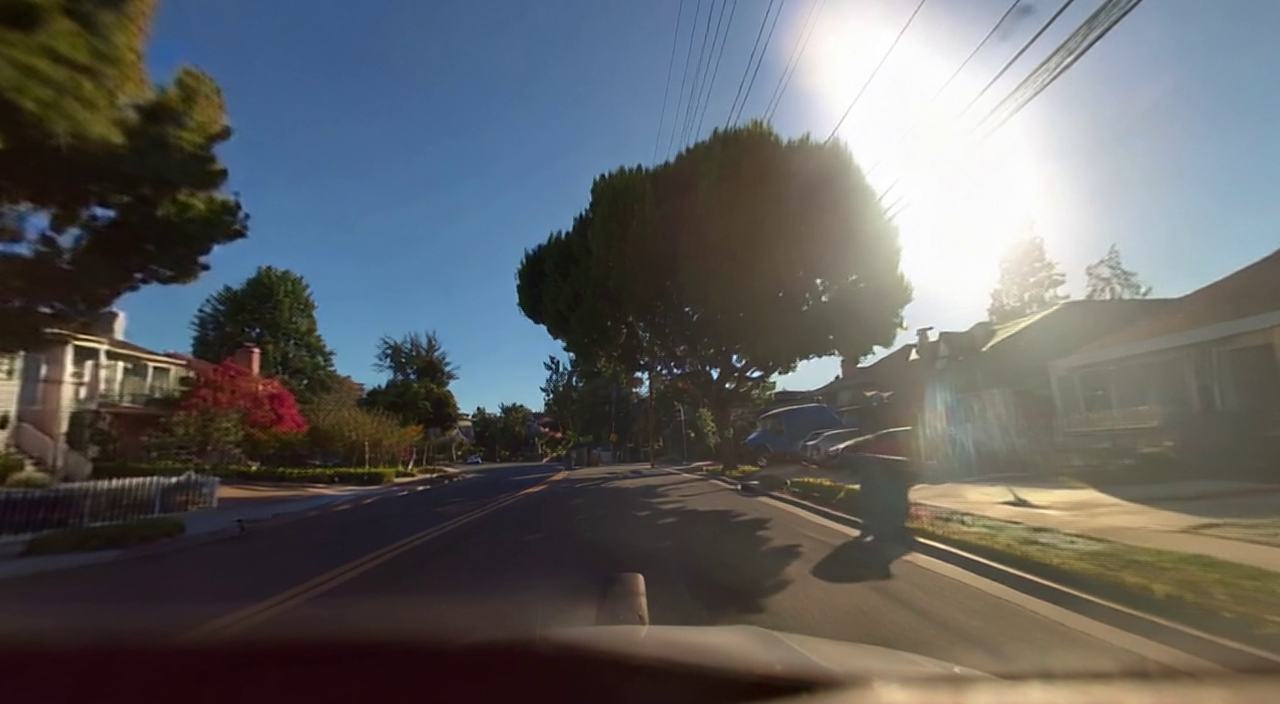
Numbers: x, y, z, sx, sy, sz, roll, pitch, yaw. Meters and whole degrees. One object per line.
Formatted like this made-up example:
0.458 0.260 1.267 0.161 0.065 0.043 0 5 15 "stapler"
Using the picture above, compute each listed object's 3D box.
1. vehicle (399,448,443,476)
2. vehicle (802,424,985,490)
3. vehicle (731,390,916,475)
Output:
-13.495 6.727 38.926 2.390 1.431 4.253 1 -8 -19 "vehicle"
7.292 3.064 18.533 4.412 1.565 1.957 -3 -9 -1 "vehicle"
7.916 3.539 27.783 7.115 3.010 2.378 -4 -9 -6 "vehicle"
